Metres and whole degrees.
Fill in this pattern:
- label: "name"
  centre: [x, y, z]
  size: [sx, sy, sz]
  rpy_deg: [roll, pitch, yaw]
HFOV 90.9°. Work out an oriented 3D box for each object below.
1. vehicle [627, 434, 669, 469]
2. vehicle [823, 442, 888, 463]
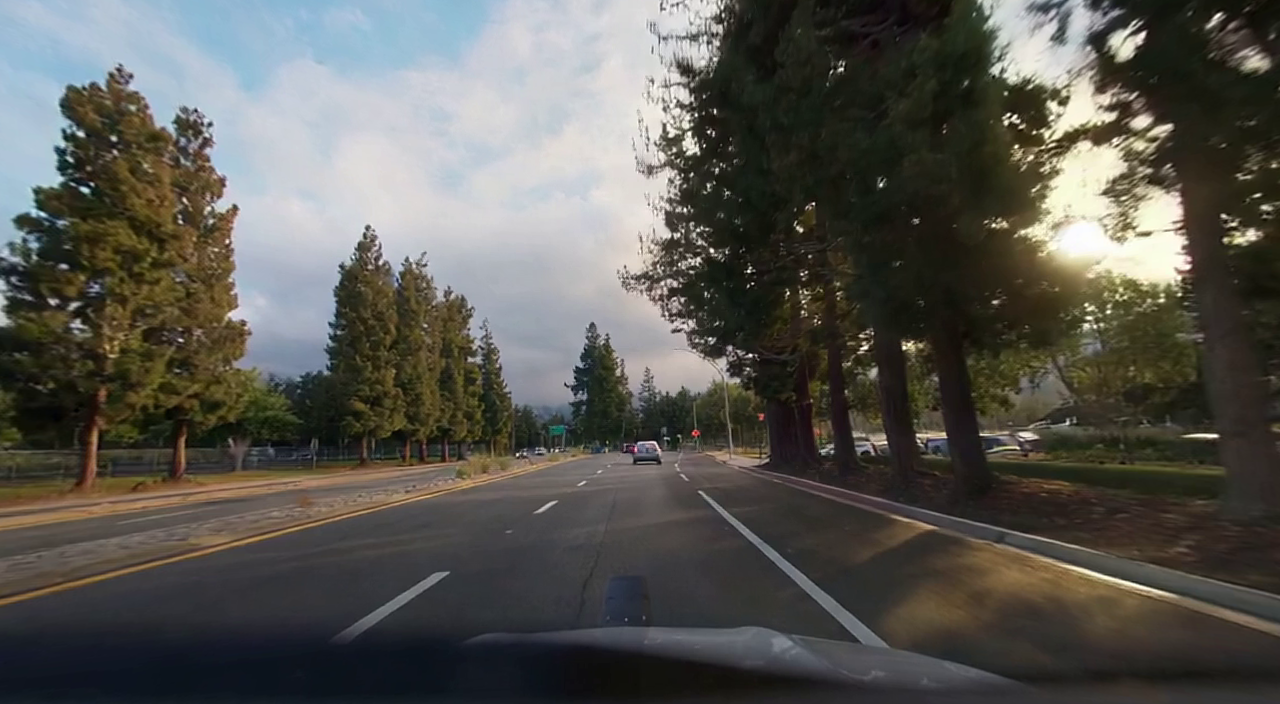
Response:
- label: "vehicle"
  centre: [0.410, 5.283, 33.568]
  size: [2.135, 1.691, 3.884]
  rpy_deg: [0, -9, 0]
- label: "vehicle"
  centre: [15.502, 7.242, 45.422]
  size: [3.913, 1.384, 1.893]
  rpy_deg: [-1, -8, 0]
